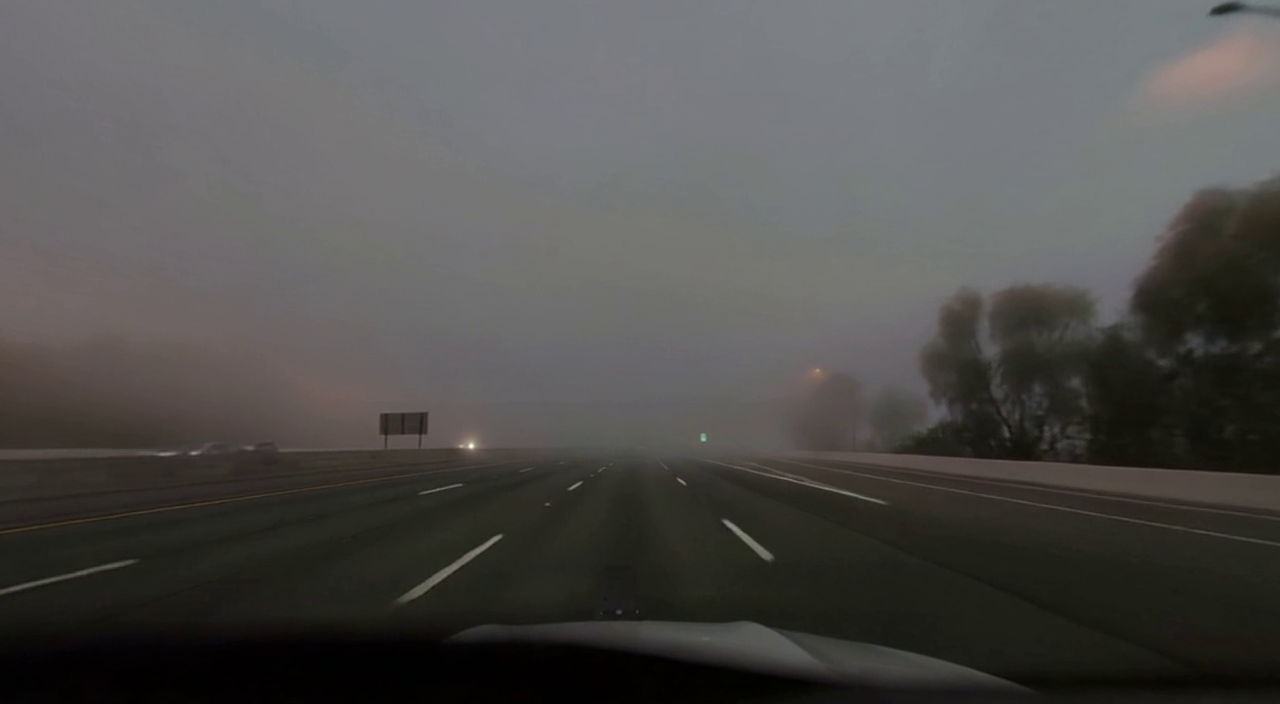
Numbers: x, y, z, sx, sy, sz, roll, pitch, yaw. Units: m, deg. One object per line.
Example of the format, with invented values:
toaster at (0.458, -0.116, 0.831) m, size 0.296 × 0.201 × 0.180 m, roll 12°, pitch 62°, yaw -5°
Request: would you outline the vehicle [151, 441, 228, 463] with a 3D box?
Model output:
vehicle at (-31.907, 7.077, 44.988) m, size 2.065 × 1.462 × 4.592 m, roll 0°, pitch -9°, yaw 0°
